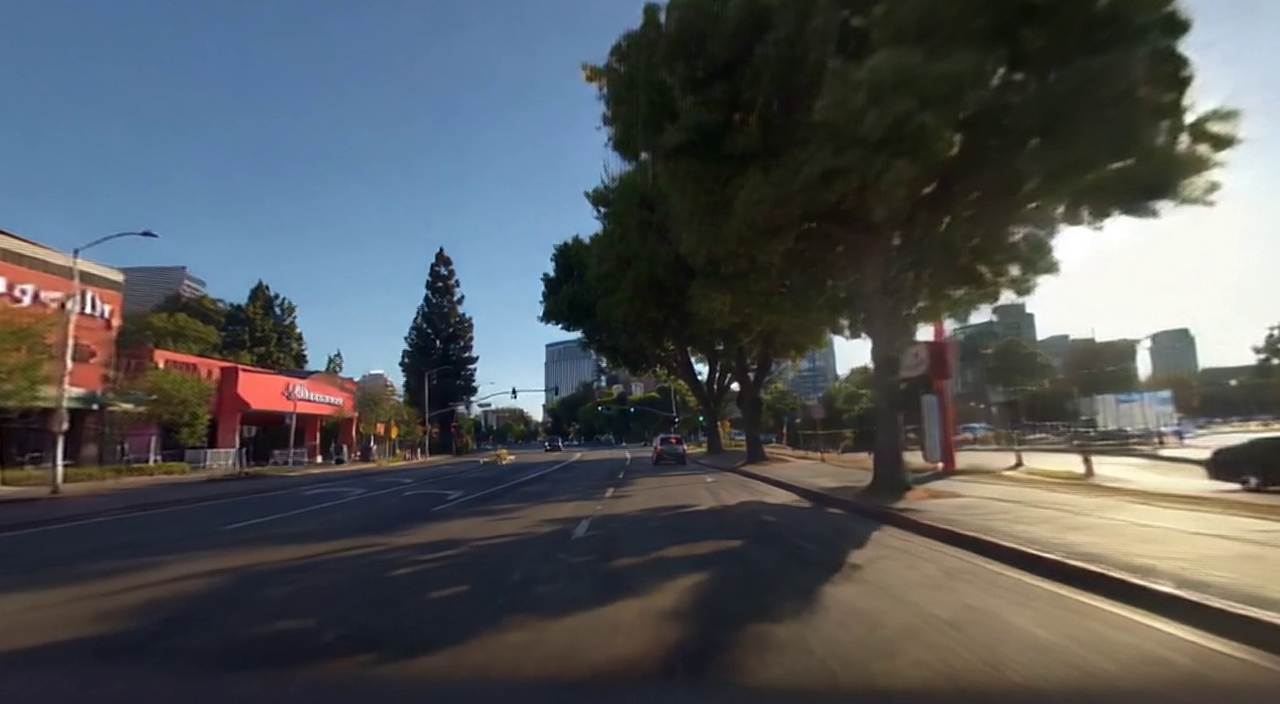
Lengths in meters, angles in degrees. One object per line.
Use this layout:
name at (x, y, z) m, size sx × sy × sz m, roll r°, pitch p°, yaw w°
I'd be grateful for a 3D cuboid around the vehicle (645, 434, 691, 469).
vehicle at (1.417, 5.227, 33.293) m, size 2.230 × 1.683 × 4.204 m, roll 0°, pitch -8°, yaw 1°

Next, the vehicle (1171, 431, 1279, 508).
vehicle at (14.330, 2.423, 13.355) m, size 4.602 × 1.461 × 1.899 m, roll 1°, pitch -8°, yaw -5°
